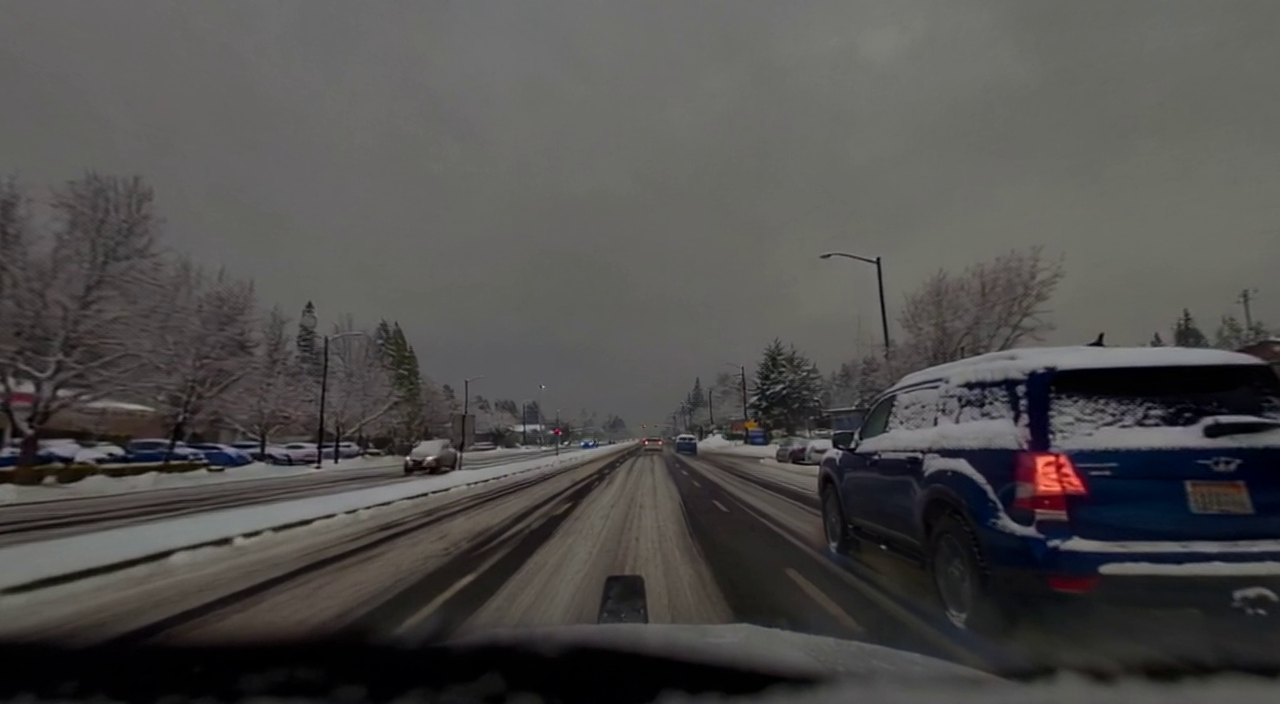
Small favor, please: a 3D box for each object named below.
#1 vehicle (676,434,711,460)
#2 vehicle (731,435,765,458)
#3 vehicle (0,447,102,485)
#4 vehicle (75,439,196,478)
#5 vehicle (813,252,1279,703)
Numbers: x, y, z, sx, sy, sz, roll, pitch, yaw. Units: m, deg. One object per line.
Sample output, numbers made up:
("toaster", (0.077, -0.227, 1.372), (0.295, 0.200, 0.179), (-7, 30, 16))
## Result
("vehicle", (4.117, 7.395, 48.962), (2.317, 1.857, 5.150), (0, -8, 1))
("vehicle", (8.368, 7.388, 48.872), (1.960, 1.693, 4.452), (0, -9, 2))
("vehicle", (-25.948, 4.861, 27.000), (3.765, 1.559, 1.915), (0, -9, 1))
("vehicle", (-25.820, 5.447, 32.236), (4.375, 1.790, 2.056), (-1, -9, 0))
("vehicle", (3.016, 0.960, 4.492), (2.246, 1.963, 4.777), (0, -9, 1))
